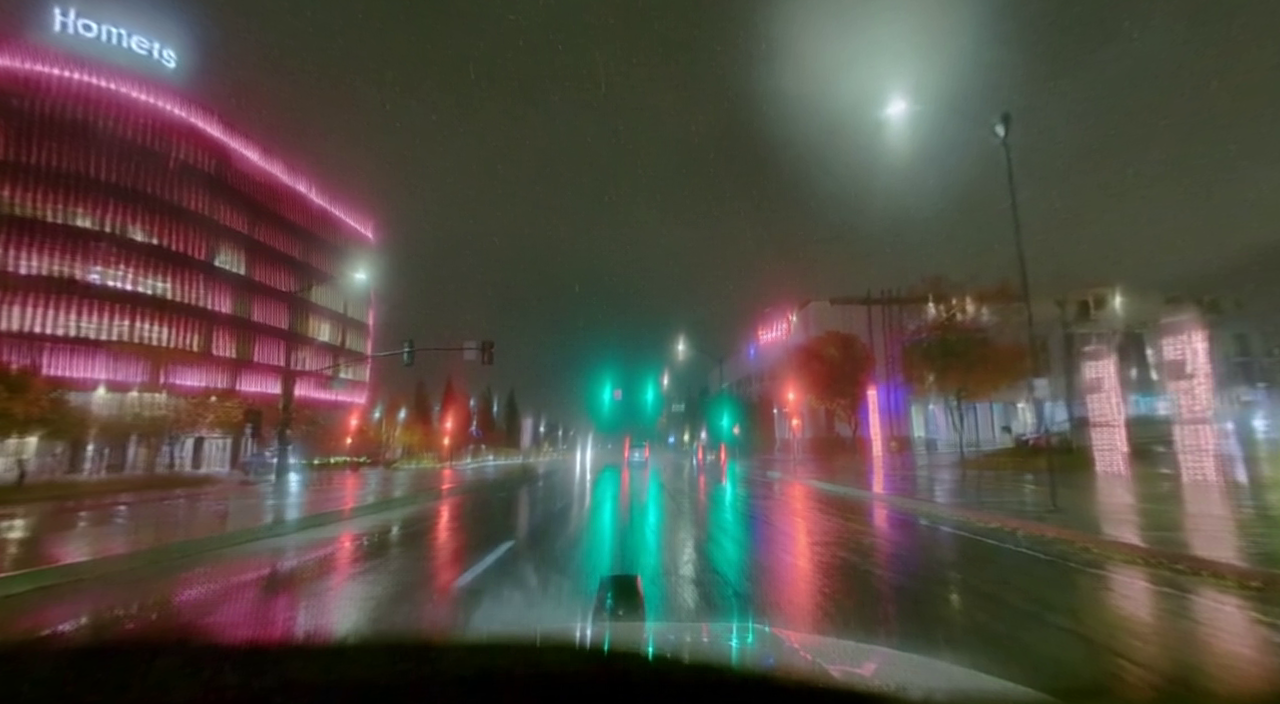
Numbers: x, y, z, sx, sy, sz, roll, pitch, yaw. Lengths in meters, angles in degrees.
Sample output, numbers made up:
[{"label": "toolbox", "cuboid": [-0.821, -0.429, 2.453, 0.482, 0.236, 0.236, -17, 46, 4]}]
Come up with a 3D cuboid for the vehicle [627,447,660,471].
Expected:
[{"label": "vehicle", "cuboid": [0.187, 7.043, 41.559, 2.014, 1.525, 4.197, 0, -9, -1]}]

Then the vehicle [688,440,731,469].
[{"label": "vehicle", "cuboid": [4.539, 6.773, 41.640, 2.174, 1.749, 4.739, 1, -9, -2]}]

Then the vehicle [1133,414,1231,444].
[{"label": "vehicle", "cuboid": [30.442, 4.378, 35.571, 1.729, 1.507, 4.279, -1, -9, 1]}]

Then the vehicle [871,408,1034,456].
[{"label": "vehicle", "cuboid": [24.343, 6.353, 49.653, 10.893, 3.534, 3.195, 0, -9, 4]}]

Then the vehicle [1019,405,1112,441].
[{"label": "vehicle", "cuboid": [23.436, 3.996, 34.924, 1.887, 1.635, 4.695, 1, -10, 0]}]

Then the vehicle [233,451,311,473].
[{"label": "vehicle", "cuboid": [-26.791, 8.015, 45.912, 4.500, 1.555, 1.913, 0, -9, 3]}]
